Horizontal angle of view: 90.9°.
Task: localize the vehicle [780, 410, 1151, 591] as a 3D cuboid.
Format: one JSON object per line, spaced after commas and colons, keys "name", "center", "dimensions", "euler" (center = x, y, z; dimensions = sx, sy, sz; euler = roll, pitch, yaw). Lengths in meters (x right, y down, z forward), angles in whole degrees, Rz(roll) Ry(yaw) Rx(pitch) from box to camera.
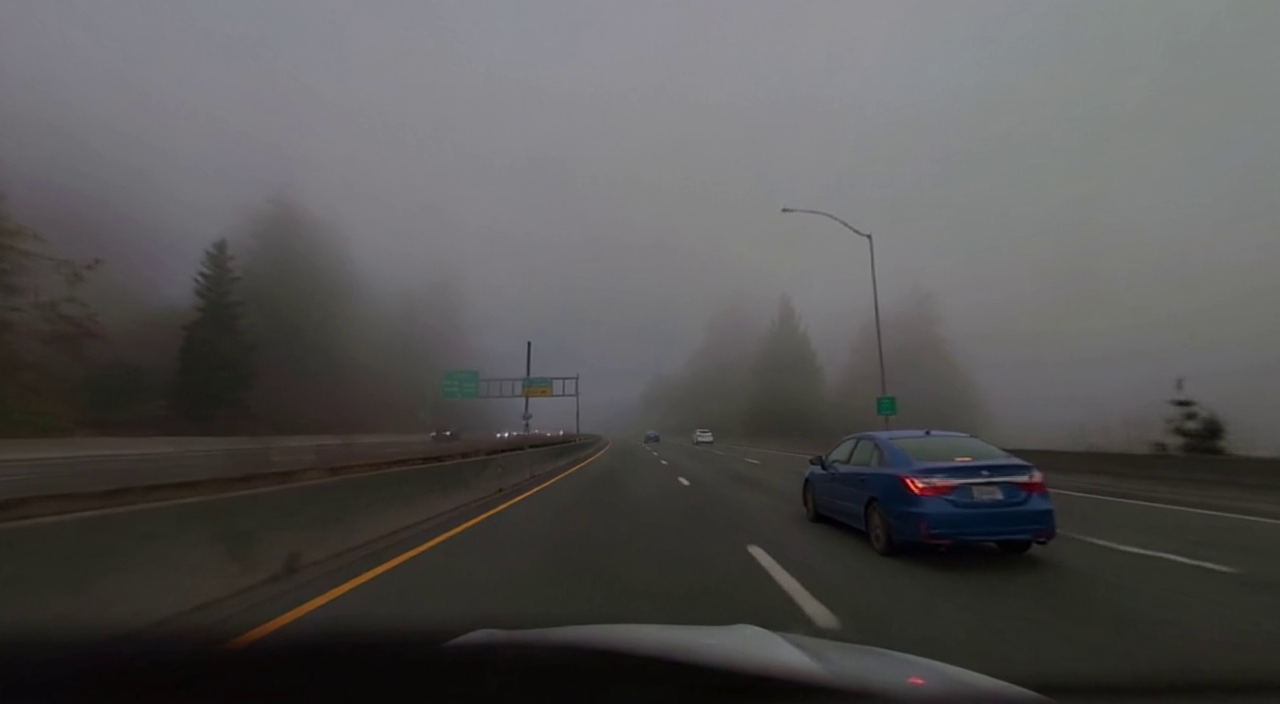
{"name": "vehicle", "center": [3.099, 1.486, 7.240], "dimensions": [1.977, 1.443, 4.225], "euler": [0, -8, -1]}
